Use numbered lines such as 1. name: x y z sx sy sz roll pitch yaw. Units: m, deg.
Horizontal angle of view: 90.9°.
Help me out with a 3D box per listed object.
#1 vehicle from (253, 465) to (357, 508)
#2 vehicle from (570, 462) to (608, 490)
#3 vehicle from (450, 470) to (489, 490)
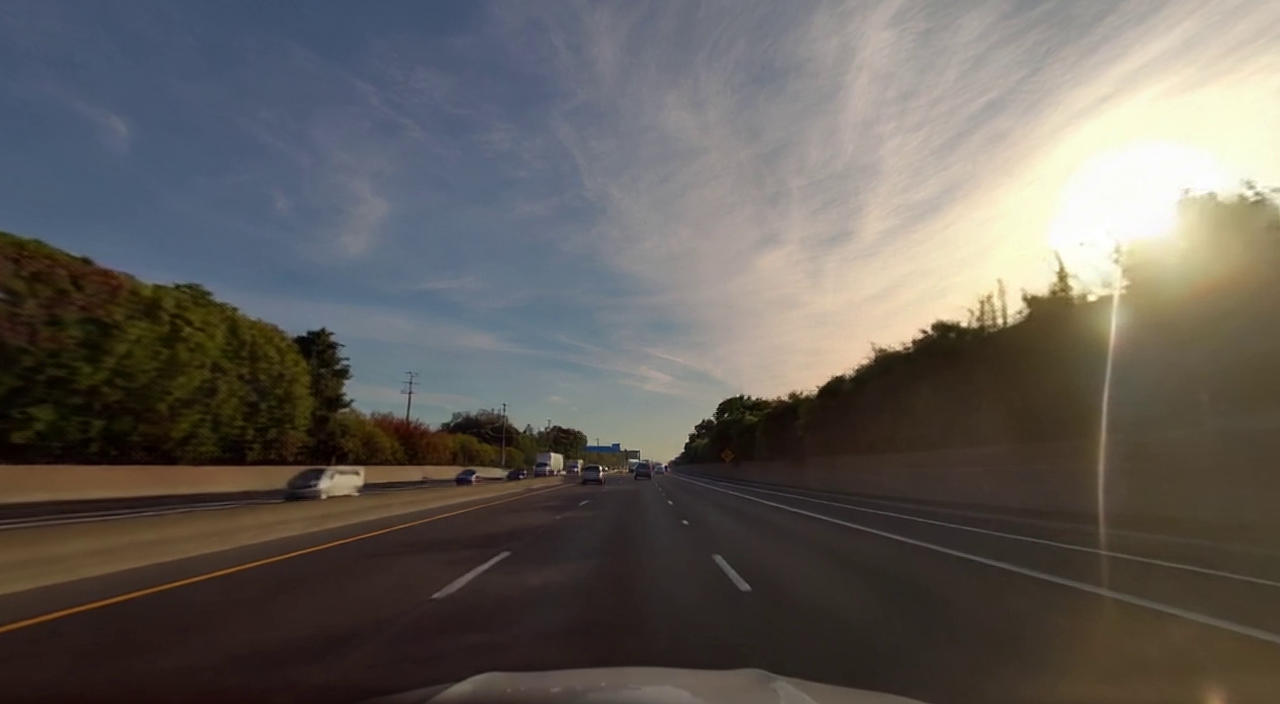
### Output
1. vehicle: -12.610 5.088 24.026 1.839 1.462 3.751 1 -11 0
2. vehicle: -3.549 8.801 44.839 2.233 1.791 4.981 1 -11 0
3. vehicle: -12.624 9.507 46.926 1.660 1.407 4.064 1 -11 1
